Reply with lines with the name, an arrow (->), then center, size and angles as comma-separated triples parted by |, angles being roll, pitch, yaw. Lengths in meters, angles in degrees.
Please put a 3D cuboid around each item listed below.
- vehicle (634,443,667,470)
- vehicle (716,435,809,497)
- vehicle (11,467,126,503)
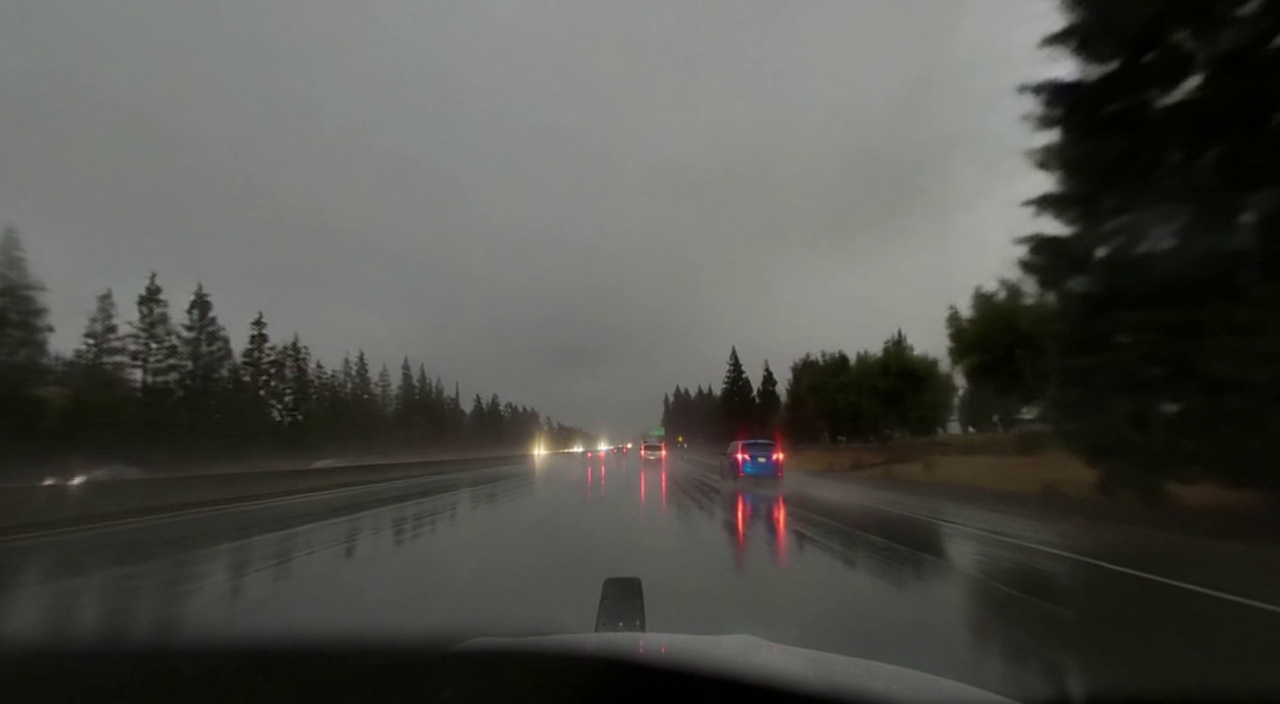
vehicle -> 0.696, 7.290, 44.210 | 2.205, 1.785, 4.423 | 0, -9, 0
vehicle -> 3.758, 3.585, 20.179 | 2.082, 1.720, 4.393 | 0, -9, 0
vehicle -> -29.082, 6.760, 32.245 | 1.879, 1.549, 4.150 | 0, -9, 1
